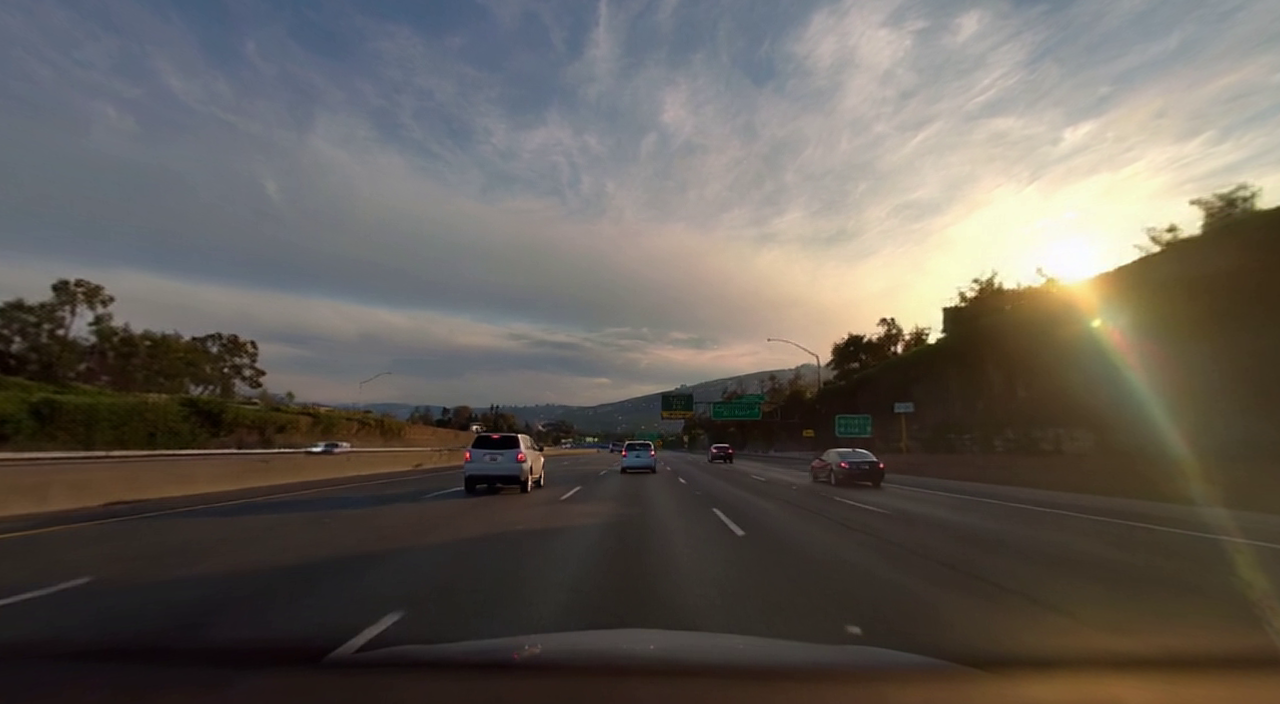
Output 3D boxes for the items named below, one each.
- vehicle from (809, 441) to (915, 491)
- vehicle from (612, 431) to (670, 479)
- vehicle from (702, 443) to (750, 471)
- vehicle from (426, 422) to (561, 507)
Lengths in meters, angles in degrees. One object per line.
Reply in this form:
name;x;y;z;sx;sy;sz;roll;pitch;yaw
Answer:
vehicle;7.264;3.766;21.139;1.936;1.480;4.373;0;-9;0
vehicle;0.061;4.400;27.146;2.270;1.862;4.949;0;-9;1
vehicle;4.655;5.747;34.641;2.005;1.456;4.287;0;-9;0
vehicle;-3.340;2.700;15.401;2.142;1.759;4.297;0;-9;2
